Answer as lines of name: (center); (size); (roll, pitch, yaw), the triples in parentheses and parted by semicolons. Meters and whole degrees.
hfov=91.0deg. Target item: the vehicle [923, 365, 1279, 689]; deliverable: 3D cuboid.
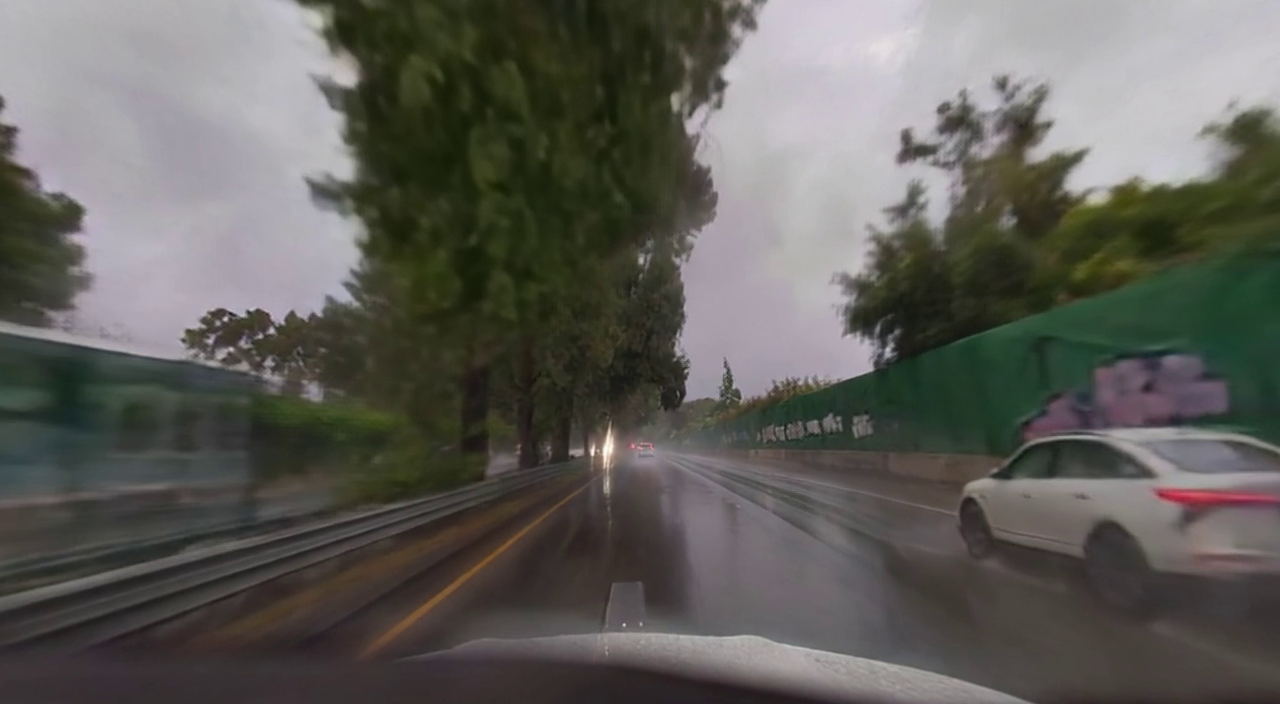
vehicle: (4.514, 1.221, 5.306); (2.161, 1.717, 4.440); (0, -8, 0)
